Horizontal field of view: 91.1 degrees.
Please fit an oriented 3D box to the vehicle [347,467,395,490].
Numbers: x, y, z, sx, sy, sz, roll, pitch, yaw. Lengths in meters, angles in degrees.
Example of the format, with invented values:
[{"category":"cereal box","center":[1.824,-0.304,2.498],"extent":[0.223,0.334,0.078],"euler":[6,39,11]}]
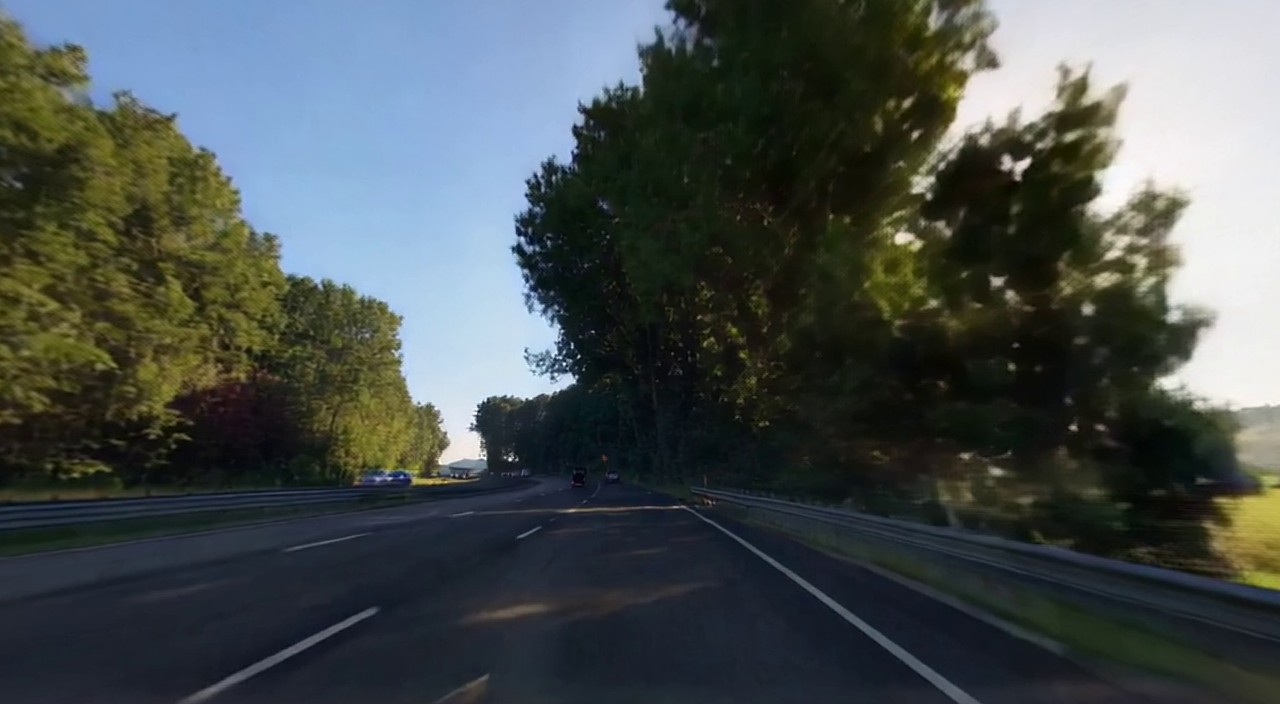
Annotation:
[{"category":"vehicle","center":[-21.000,9.895,49.212],"extent":[1.733,1.646,4.204],"euler":[1,-11,1]}]
